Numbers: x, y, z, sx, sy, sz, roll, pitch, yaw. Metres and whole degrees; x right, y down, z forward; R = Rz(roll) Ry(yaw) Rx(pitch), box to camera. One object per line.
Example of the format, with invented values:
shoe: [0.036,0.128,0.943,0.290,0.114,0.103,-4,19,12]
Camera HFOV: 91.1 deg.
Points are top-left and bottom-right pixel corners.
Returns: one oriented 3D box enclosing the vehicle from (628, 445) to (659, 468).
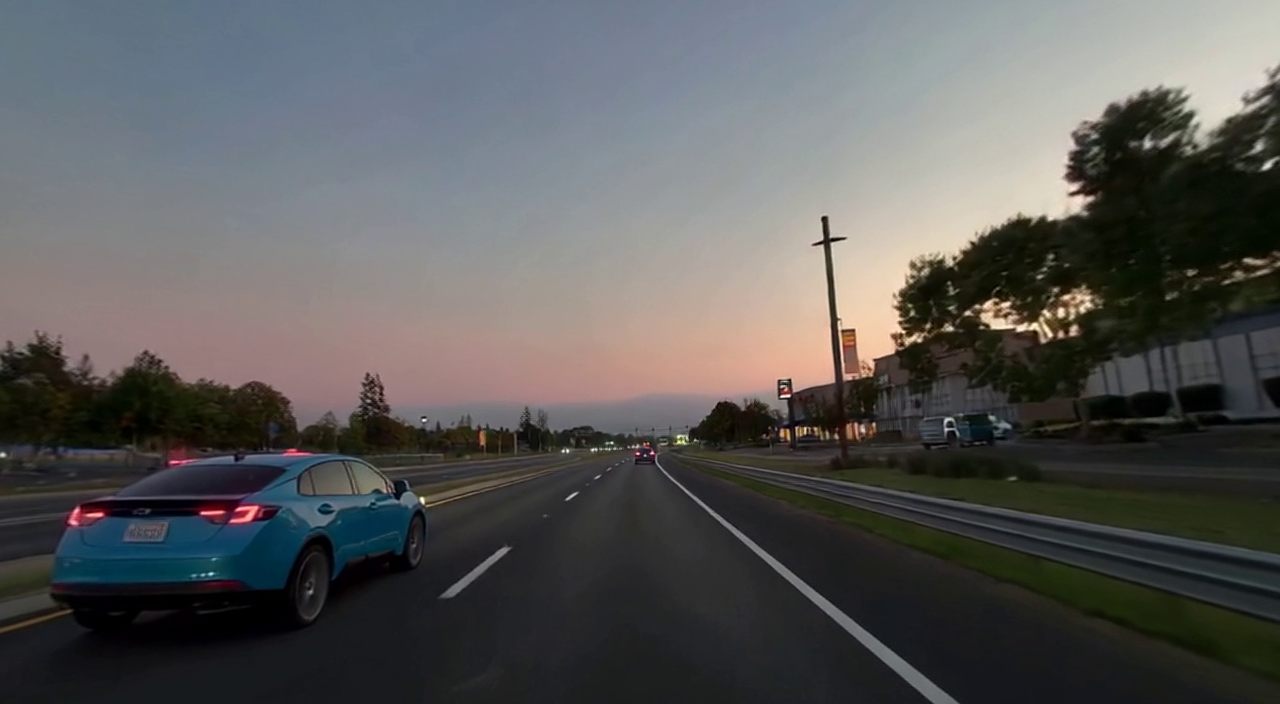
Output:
vehicle: [0.257,7.394,44.443,2.014,1.507,3.960,-1,-9,0]
